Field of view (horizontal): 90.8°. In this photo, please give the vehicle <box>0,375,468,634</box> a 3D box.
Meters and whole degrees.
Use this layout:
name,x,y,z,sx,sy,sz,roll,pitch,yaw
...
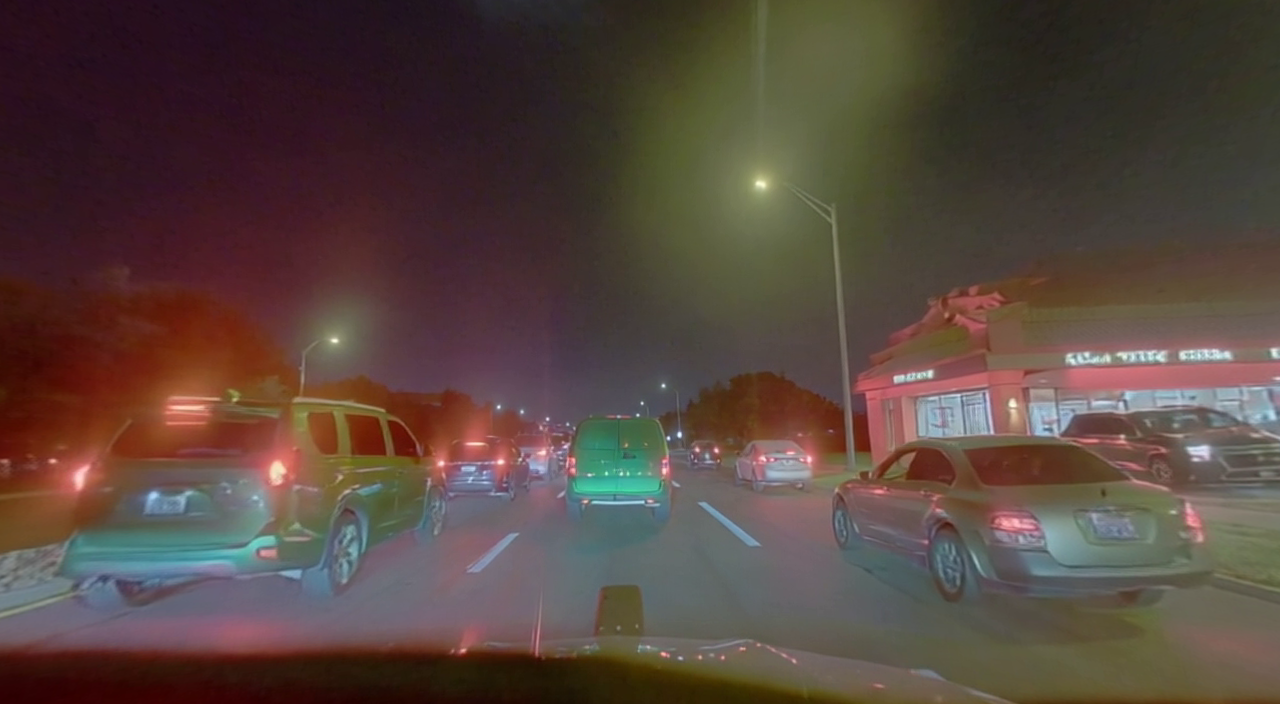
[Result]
name,x,y,z,sx,sy,sz,roll,pitch,yaw
vehicle,-3.628,1.427,6.857,2.231,1.853,4.461,0,-9,0

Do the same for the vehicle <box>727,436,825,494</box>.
name,x,y,z,sx,sy,sz,roll,pitch,yaw
vehicle,3.889,3.304,18.859,1.875,1.521,4.192,0,-9,-1

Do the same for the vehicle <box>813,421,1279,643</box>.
name,x,y,z,sx,sy,sz,roll,pitch,yaw
vehicle,3.384,1.539,6.485,1.900,1.477,4.352,0,-9,-1

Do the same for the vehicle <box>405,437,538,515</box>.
name,x,y,z,sx,sy,sz,roll,pitch,yaw
vehicle,-3.560,2.685,14.187,1.849,1.451,4.218,0,-9,-1

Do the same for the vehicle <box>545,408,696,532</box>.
name,x,y,z,sx,sy,sz,roll,pitch,yaw
vehicle,-0.327,2.079,11.579,2.238,1.825,4.190,0,-9,-1
